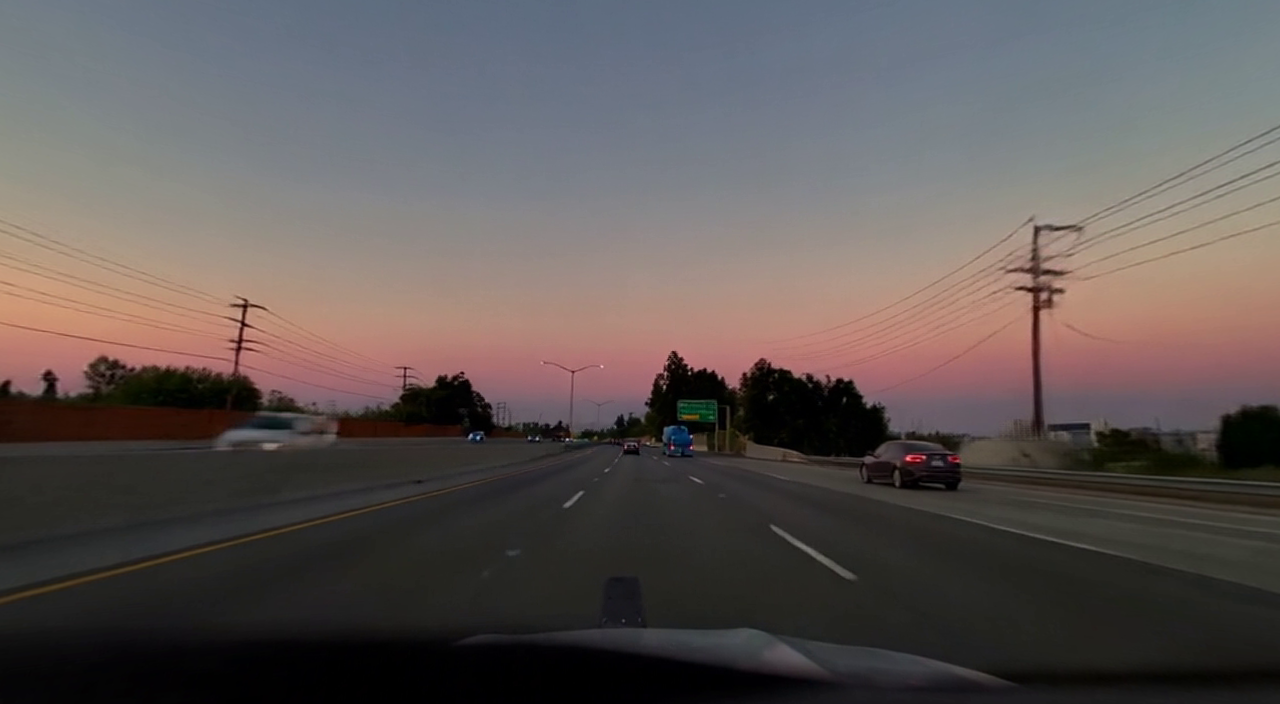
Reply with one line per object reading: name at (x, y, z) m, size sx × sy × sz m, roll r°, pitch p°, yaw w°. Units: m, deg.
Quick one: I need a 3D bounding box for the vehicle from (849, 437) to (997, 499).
vehicle at (7.544, 3.113, 17.447) m, size 1.905 × 1.480 × 4.624 m, roll 0°, pitch -8°, yaw -1°

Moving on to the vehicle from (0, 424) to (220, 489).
vehicle at (-13.815, 2.738, 16.832) m, size 2.199 × 1.484 × 4.300 m, roll 0°, pitch -8°, yaw 0°

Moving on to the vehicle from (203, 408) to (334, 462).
vehicle at (-17.571, 4.027, 30.357) m, size 2.710 × 2.301 × 6.010 m, roll 0°, pitch -8°, yaw -1°

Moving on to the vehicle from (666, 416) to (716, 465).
vehicle at (3.526, 6.388, 45.360) m, size 2.791 × 3.179 × 8.074 m, roll 0°, pitch -8°, yaw -1°
